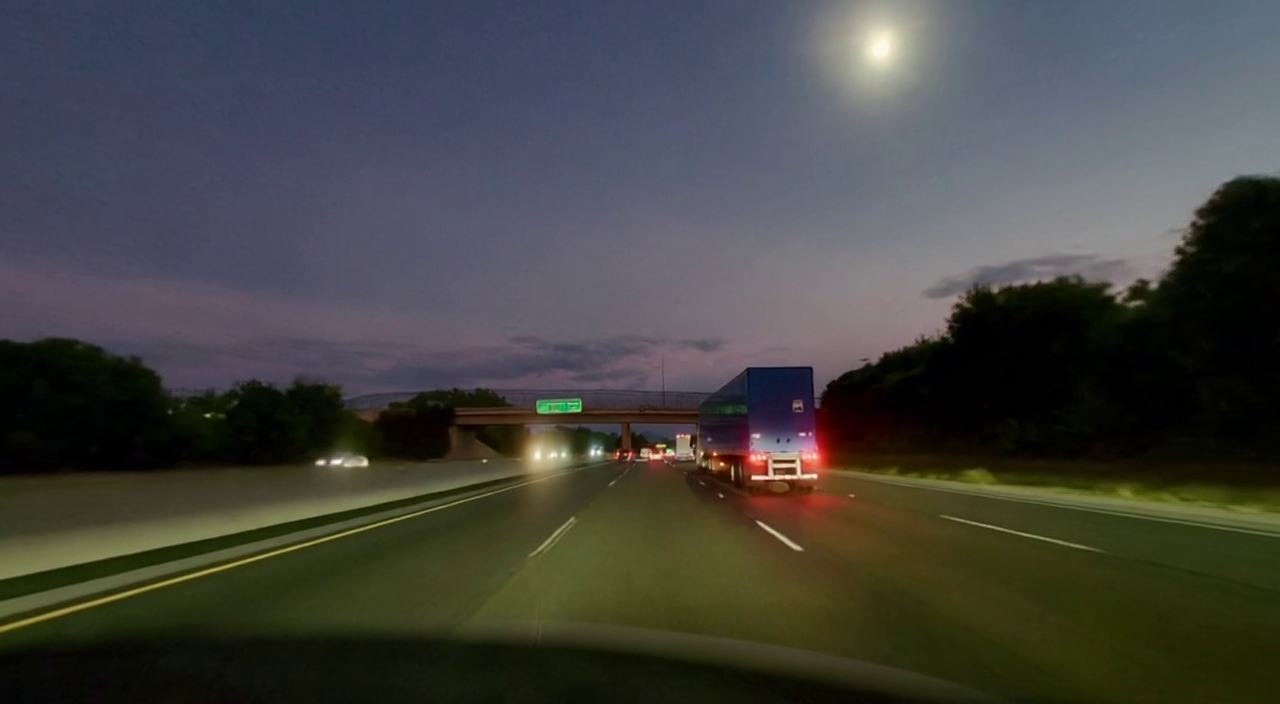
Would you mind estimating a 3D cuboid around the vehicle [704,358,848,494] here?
[{"bbox_3d":[4.754,3.287,25.961,2.825,4.054,14.210,0,-9,0],"label":"vehicle"}]
